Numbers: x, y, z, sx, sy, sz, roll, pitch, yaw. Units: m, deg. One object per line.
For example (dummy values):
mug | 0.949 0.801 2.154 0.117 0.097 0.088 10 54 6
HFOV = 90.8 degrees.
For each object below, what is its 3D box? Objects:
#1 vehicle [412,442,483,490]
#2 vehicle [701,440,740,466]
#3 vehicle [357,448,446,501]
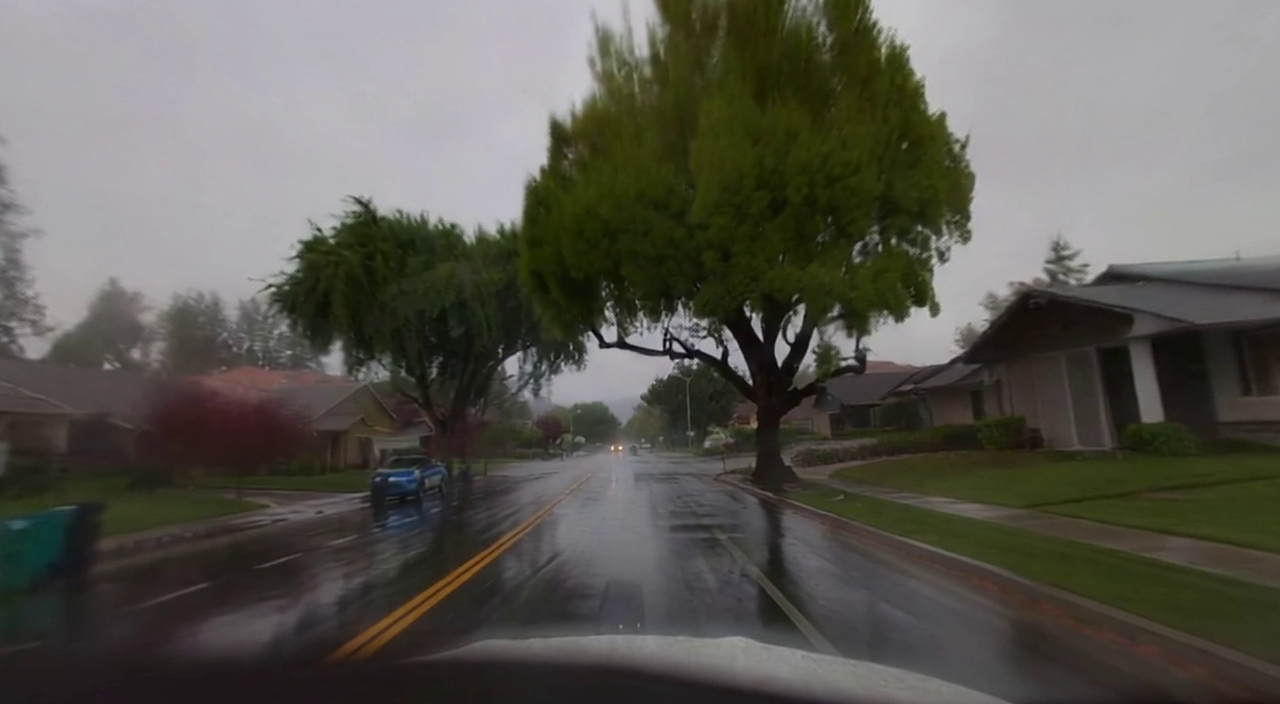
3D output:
vehicle | -9.711 5.742 32.266 2.099 2.001 4.845 -4 -7 -1
vehicle | 5.471 6.944 43.486 2.010 1.694 4.661 0 -9 -1
vehicle | -9.487 4.849 25.525 1.998 1.689 4.384 -4 -7 -2
